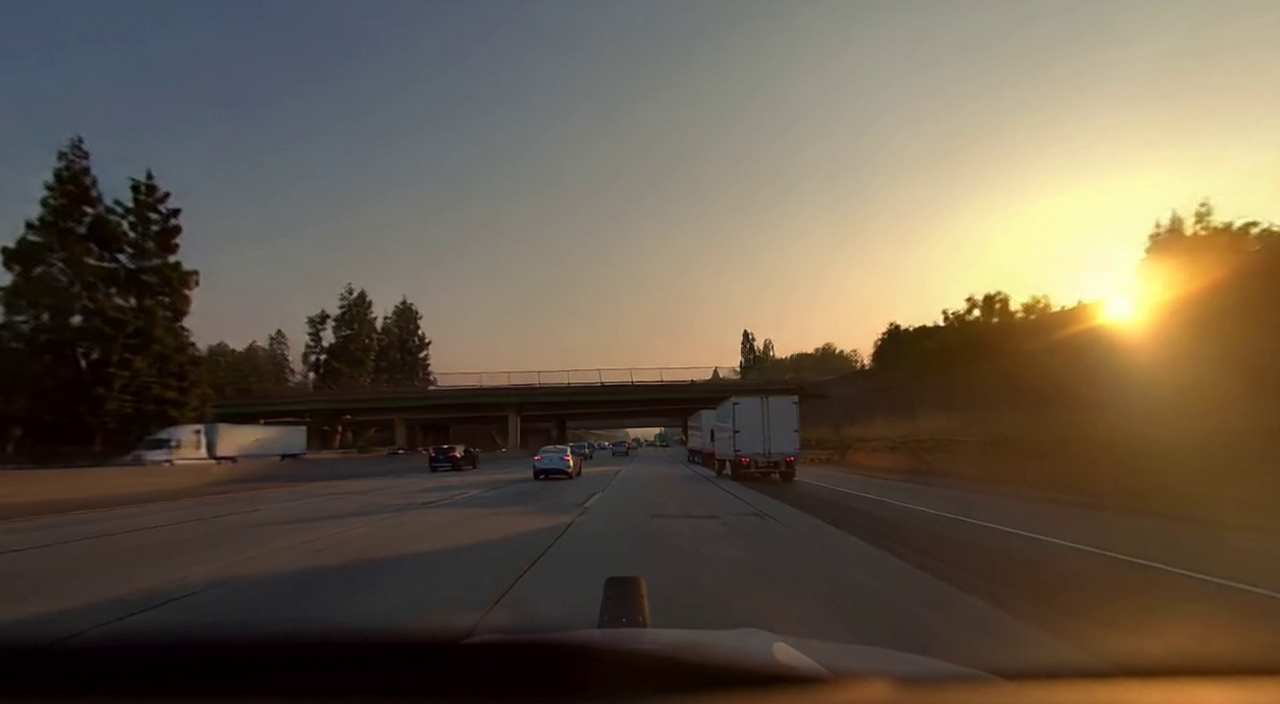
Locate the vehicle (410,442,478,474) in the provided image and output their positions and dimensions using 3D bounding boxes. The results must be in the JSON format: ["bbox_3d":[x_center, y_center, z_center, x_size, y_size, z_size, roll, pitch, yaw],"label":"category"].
[{"bbox_3d":[-9.733,5.301,31.717,1.899,1.465,4.589,0,-8,1],"label":"vehicle"}]

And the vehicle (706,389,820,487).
[{"bbox_3d":[4.225,3.218,23.451,2.732,3.052,7.118,0,-8,0],"label":"vehicle"}]

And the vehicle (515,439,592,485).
[{"bbox_3d":[-2.927,3.843,22.380,1.981,1.473,4.317,0,-8,2],"label":"vehicle"}]

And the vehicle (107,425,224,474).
[{"bbox_3d":[-35.503,7.316,47.598,2.955,3.376,7.255,0,-8,1],"label":"vehicle"}]
